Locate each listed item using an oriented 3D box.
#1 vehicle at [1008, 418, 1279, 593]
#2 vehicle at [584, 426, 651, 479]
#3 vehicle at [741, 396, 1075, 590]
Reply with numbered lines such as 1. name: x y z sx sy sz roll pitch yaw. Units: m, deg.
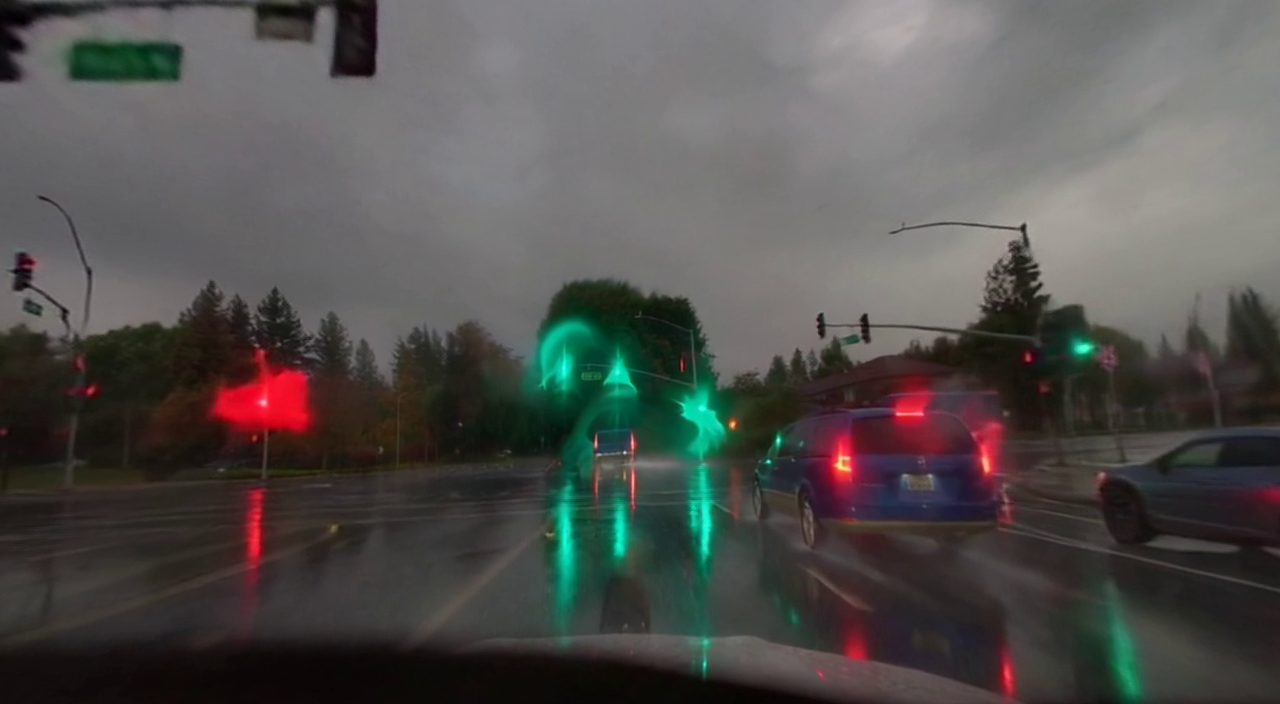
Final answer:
1. vehicle: 6.512 1.507 6.792 2.124 1.474 4.880 0 -8 0
2. vehicle: -0.981 3.822 24.213 2.185 1.822 4.583 0 -8 -6
3. vehicle: 2.753 1.575 7.942 2.024 1.686 4.588 0 -8 -2
